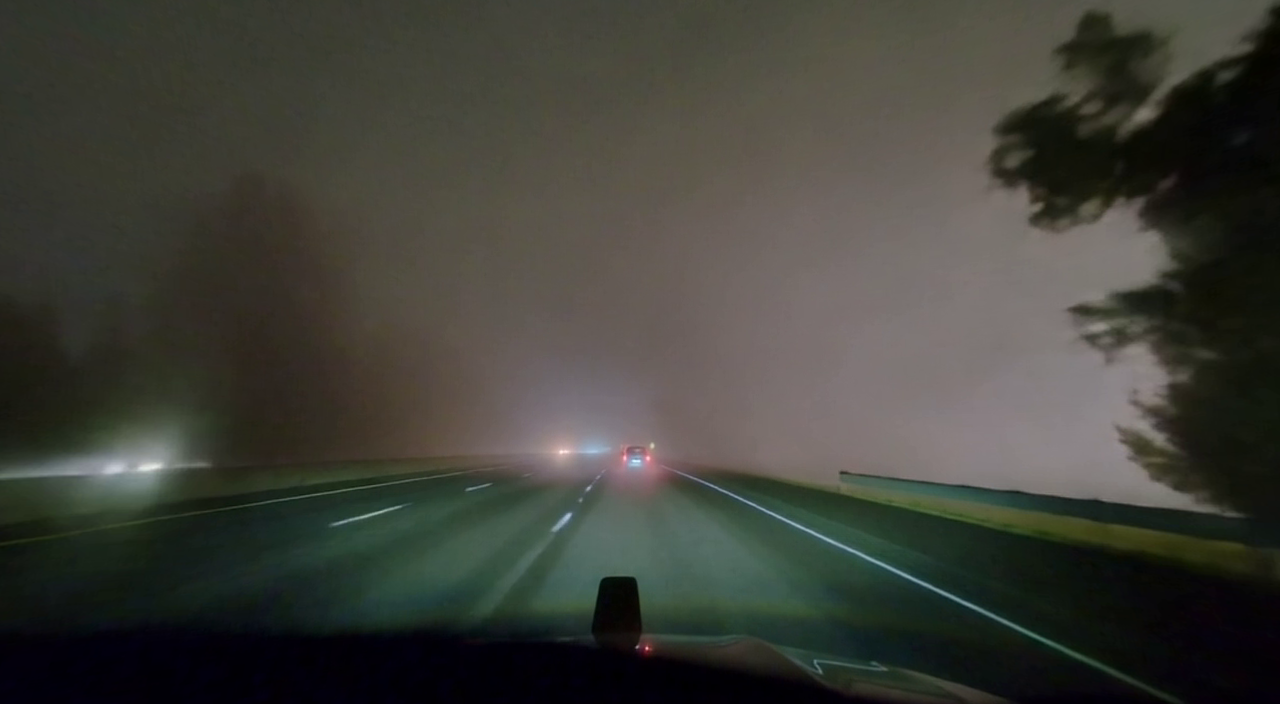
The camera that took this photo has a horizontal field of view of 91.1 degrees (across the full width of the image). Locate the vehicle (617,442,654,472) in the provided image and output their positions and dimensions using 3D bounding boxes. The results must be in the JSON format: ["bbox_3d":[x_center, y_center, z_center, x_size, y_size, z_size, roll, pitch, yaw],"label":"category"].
[{"bbox_3d":[-0.285,6.451,38.818,2.120,1.715,4.153,0,-9,-1],"label":"vehicle"}]
